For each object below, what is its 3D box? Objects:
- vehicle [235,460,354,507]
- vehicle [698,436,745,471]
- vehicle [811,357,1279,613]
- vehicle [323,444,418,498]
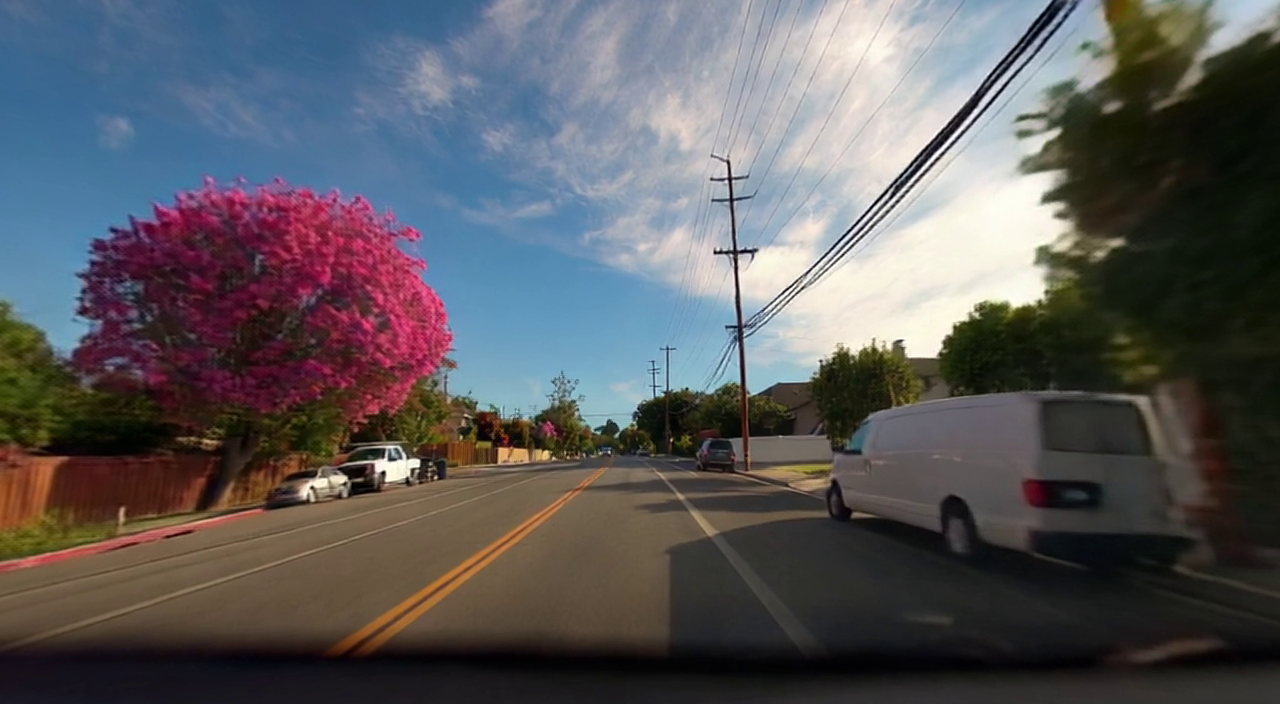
[{"bbox_3d":[-13.416,5.094,24.932,2.041,1.573,4.575,0,-9,1],"label":"vehicle"},{"bbox_3d":[4.985,6.341,39.539,2.238,1.995,5.491,0,-9,0],"label":"vehicle"},{"bbox_3d":[4.626,1.698,9.152,2.578,2.248,7.011,-1,-9,2],"label":"vehicle"},{"bbox_3d":[-13.316,5.855,31.738,2.331,2.265,5.888,-2,-8,-1],"label":"vehicle"}]
